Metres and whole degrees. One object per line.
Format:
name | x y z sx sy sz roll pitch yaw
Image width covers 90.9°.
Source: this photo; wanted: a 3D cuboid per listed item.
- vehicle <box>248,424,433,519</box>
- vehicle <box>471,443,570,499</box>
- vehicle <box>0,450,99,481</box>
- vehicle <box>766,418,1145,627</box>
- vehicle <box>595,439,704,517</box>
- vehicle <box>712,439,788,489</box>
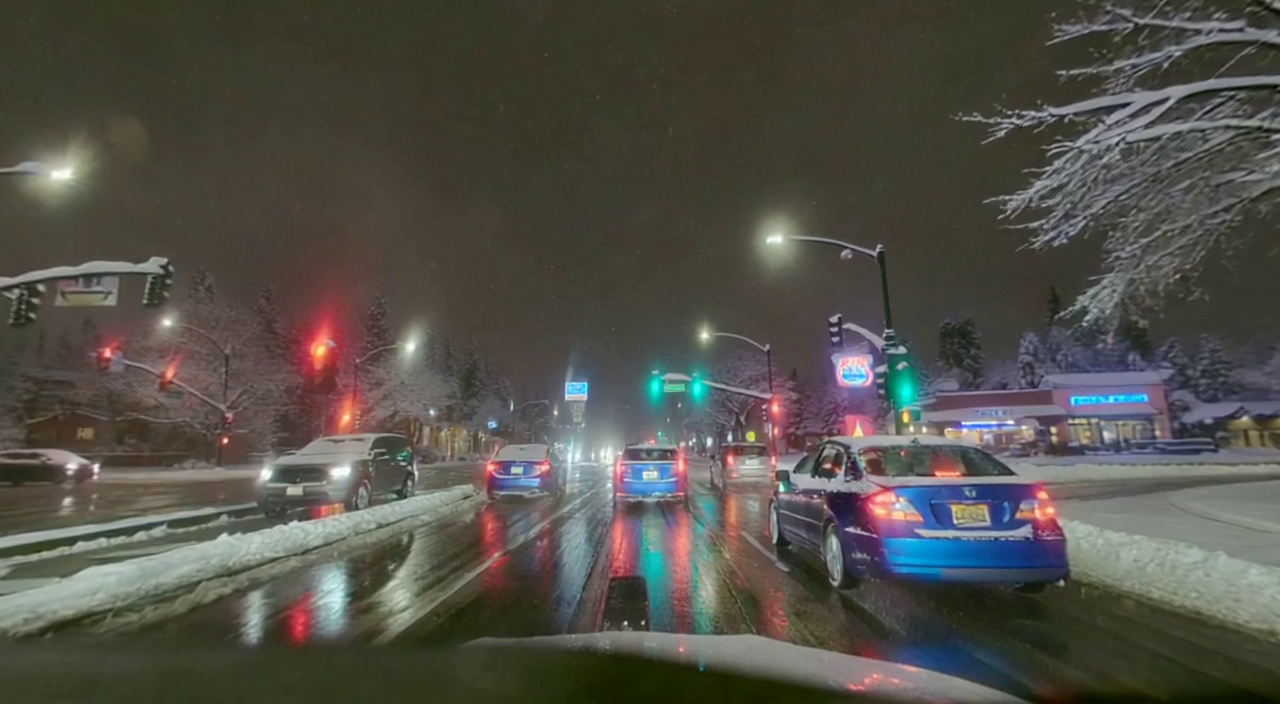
vehicle | -6.561 2.654 14.519 2.058 1.804 4.391 0 -8 0
vehicle | -3.422 3.484 18.919 2.040 1.471 4.211 -1 -8 2
vehicle | -30.255 5.685 31.670 4.315 1.485 1.822 0 -8 -2
vehicle | 2.733 1.562 6.760 1.946 1.513 4.133 0 -8 1
vehicle | 0.217 2.719 14.140 2.070 1.460 4.118 0 -8 1
vehicle | 3.709 3.863 22.058 1.931 1.552 4.125 0 -8 0
